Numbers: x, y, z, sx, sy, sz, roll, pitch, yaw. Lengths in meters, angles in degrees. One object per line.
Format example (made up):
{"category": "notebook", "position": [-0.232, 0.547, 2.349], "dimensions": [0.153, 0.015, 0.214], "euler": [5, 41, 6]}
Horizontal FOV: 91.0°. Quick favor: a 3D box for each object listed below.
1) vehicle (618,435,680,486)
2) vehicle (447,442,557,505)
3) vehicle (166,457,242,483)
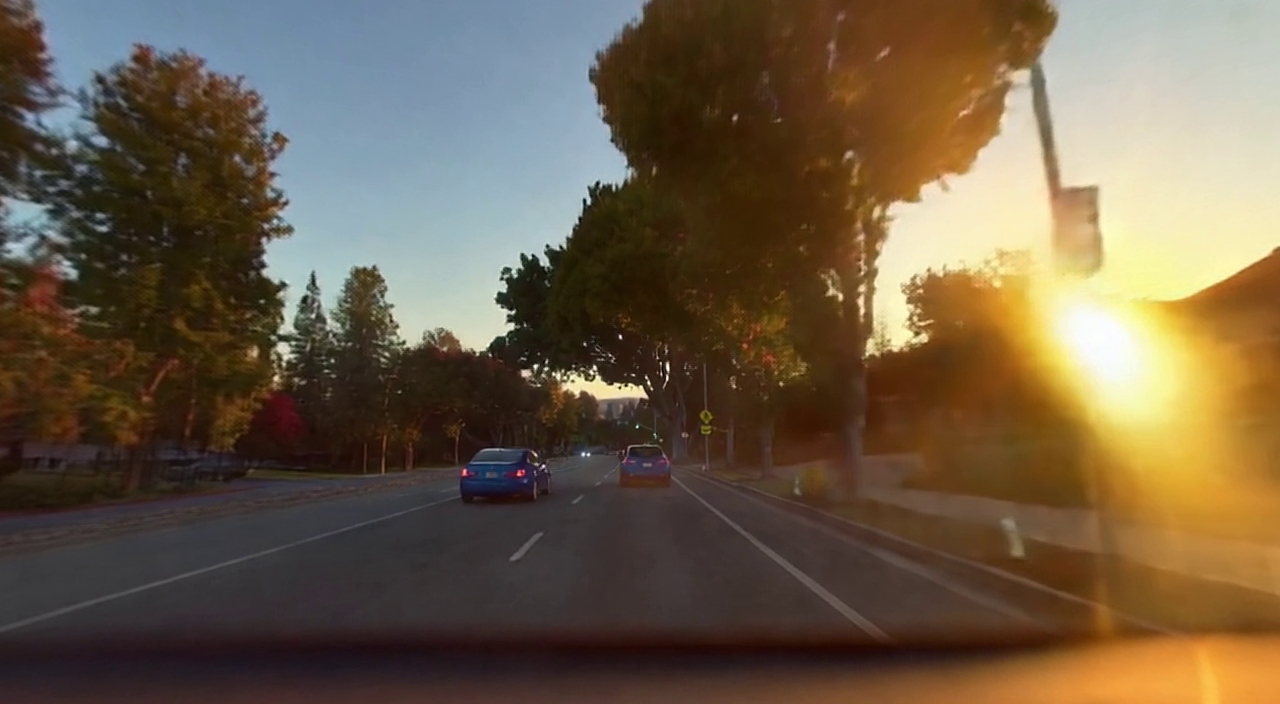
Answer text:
{"category": "vehicle", "position": [0.271, 4.205, 24.676], "dimensions": [2.215, 1.799, 4.426], "euler": [0, -9, -1]}
{"category": "vehicle", "position": [-3.531, 3.176, 16.919], "dimensions": [2.036, 1.447, 4.044], "euler": [0, -9, 0]}
{"category": "vehicle", "position": [-28.017, 7.567, 40.592], "dimensions": [1.826, 1.464, 4.533], "euler": [0, -9, -3]}
